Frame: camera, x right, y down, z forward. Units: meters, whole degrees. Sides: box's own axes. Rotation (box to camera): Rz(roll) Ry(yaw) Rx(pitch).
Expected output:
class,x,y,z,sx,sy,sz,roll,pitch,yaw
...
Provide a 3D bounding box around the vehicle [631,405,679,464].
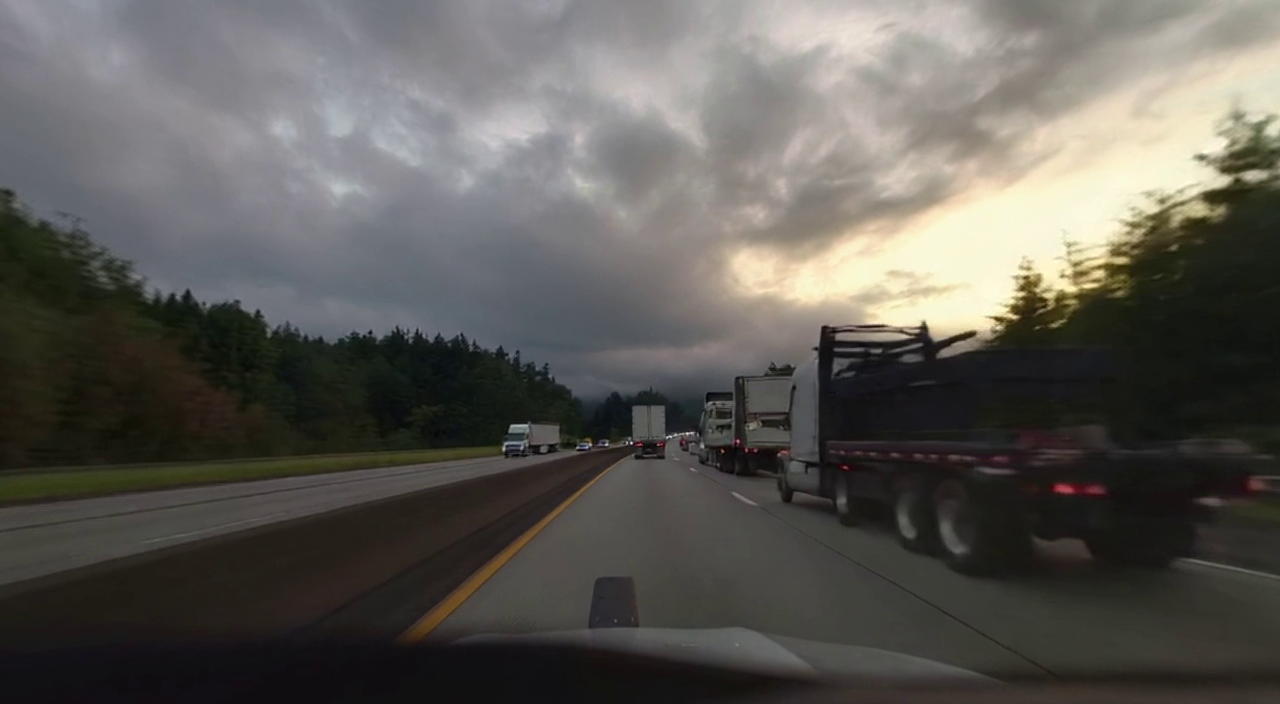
class,x,y,z,sx,sy,sz,roll,pitch,yaw
vehicle,0.926,5.151,39.094,2.644,3.247,7.454,-1,-8,2

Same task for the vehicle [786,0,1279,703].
class,x,y,z,sx,sy,sz,roll,pitch,yaw
vehicle,4.506,0.364,7.481,2.889,4.034,11.142,0,-8,0

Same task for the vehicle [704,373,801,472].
class,x,y,z,sx,sy,sz,roll,pitch,yaw
vehicle,5.292,3.788,32.455,2.749,4.051,12.981,-1,-8,1
